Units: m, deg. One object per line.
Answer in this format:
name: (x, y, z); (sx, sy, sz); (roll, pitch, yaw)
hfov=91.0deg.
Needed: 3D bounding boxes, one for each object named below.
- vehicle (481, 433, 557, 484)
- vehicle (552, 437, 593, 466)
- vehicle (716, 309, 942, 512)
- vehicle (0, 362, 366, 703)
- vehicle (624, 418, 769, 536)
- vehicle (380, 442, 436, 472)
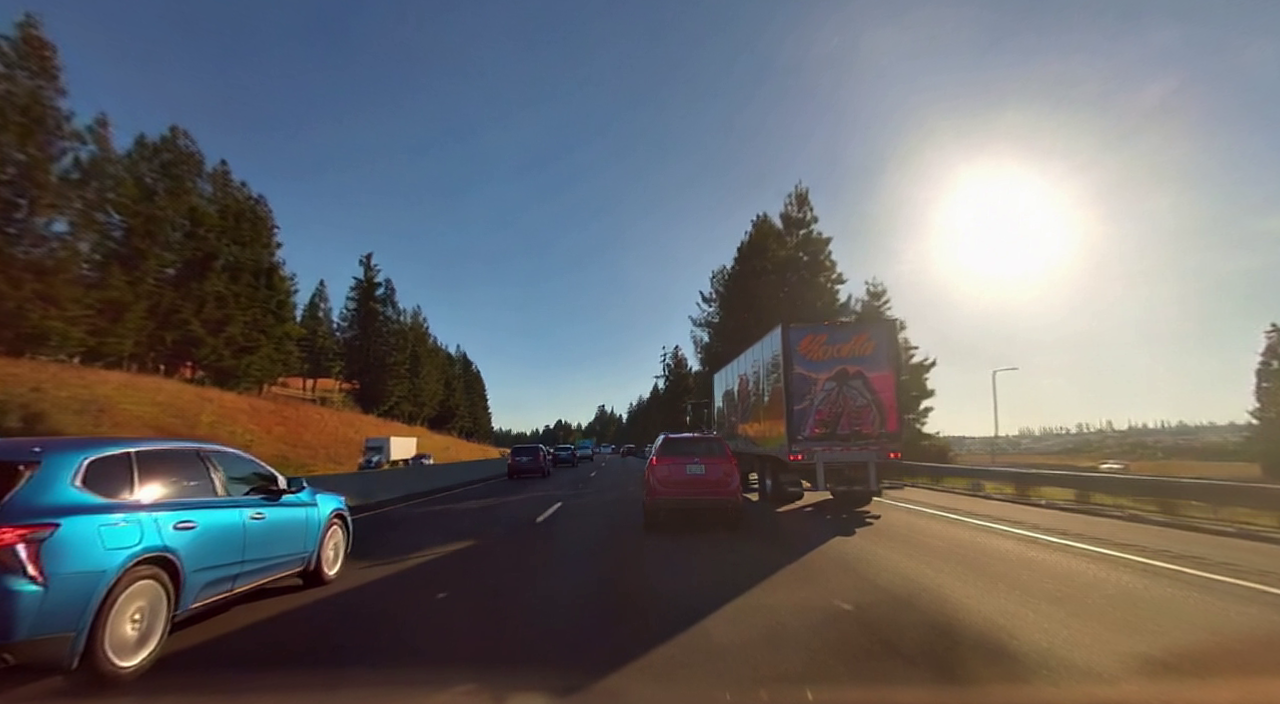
vehicle: (-4.214, 3.752, 22.516); (1.905, 1.642, 3.803); (0, -8, 1)
vehicle: (-4.221, 6.283, 39.872); (2.014, 1.683, 4.275); (0, -8, 1)
vehicle: (4.605, 2.159, 19.732); (2.828, 4.081, 14.220); (0, -8, 1)
vehicle: (-3.999, 1.114, 4.520); (1.983, 1.666, 4.452); (0, -8, 1)
vehicle: (0.756, 2.038, 10.795); (2.017, 1.662, 3.543); (0, -8, -2)
vehicle: (-15.648, 7.097, 42.796); (2.011, 1.875, 4.685); (0, -8, 0)
